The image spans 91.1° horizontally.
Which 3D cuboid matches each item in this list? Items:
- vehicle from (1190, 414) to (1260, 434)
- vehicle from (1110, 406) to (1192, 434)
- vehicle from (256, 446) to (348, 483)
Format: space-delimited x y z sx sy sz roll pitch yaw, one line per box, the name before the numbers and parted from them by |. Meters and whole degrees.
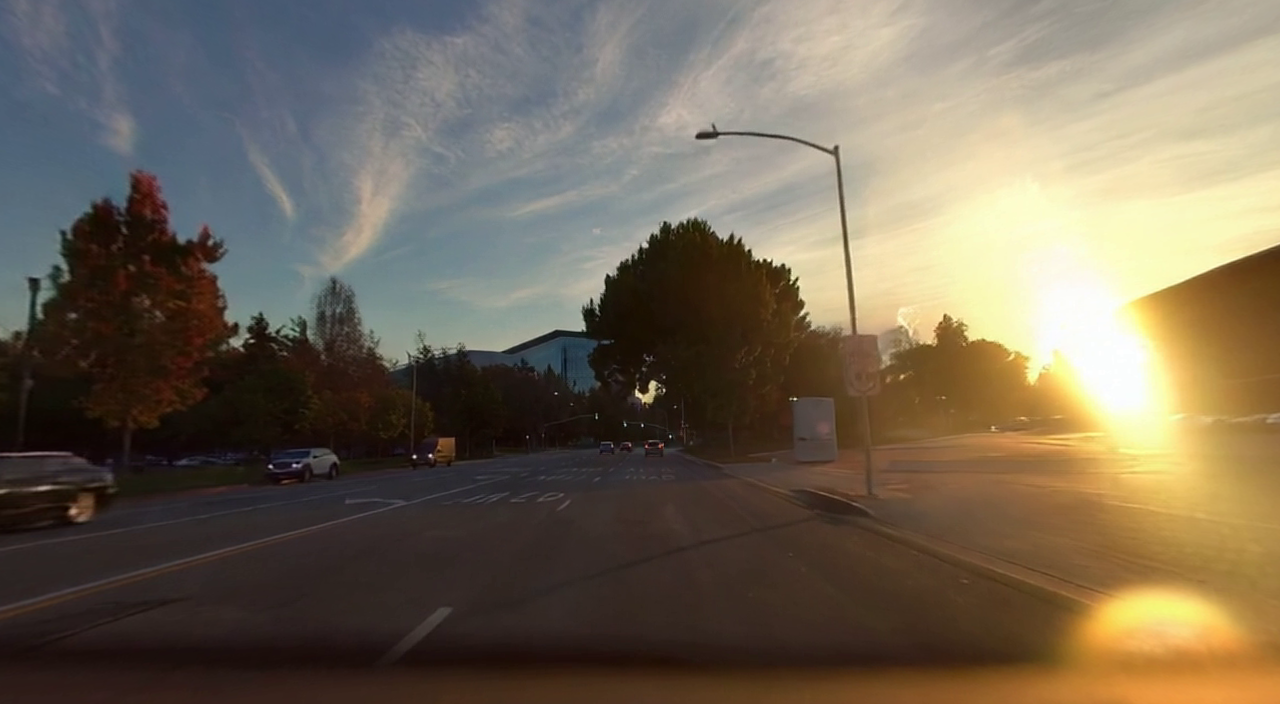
vehicle | 45.423 5.643 48.843 1.671 1.477 3.751 0 -8 -3
vehicle | 39.851 5.386 49.162 1.882 1.686 5.050 -3 -10 -3
vehicle | -17.269 5.723 32.396 2.112 1.754 4.740 0 -8 0
